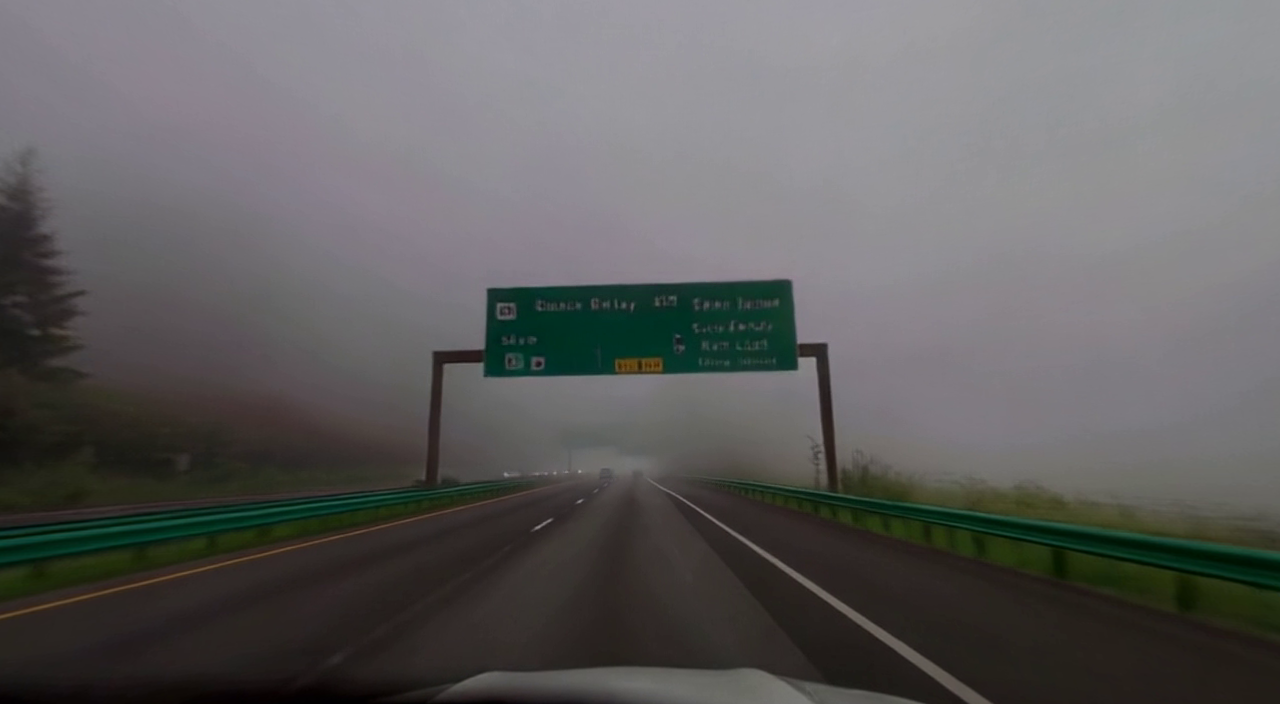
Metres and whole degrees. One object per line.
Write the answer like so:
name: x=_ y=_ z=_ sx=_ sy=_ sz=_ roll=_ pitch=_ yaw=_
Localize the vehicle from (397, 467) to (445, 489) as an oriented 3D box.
vehicle: x=-16.315 y=9.396 z=47.140 sx=1.918 sy=1.458 sz=4.498 roll=1 pitch=-11 yaw=0
